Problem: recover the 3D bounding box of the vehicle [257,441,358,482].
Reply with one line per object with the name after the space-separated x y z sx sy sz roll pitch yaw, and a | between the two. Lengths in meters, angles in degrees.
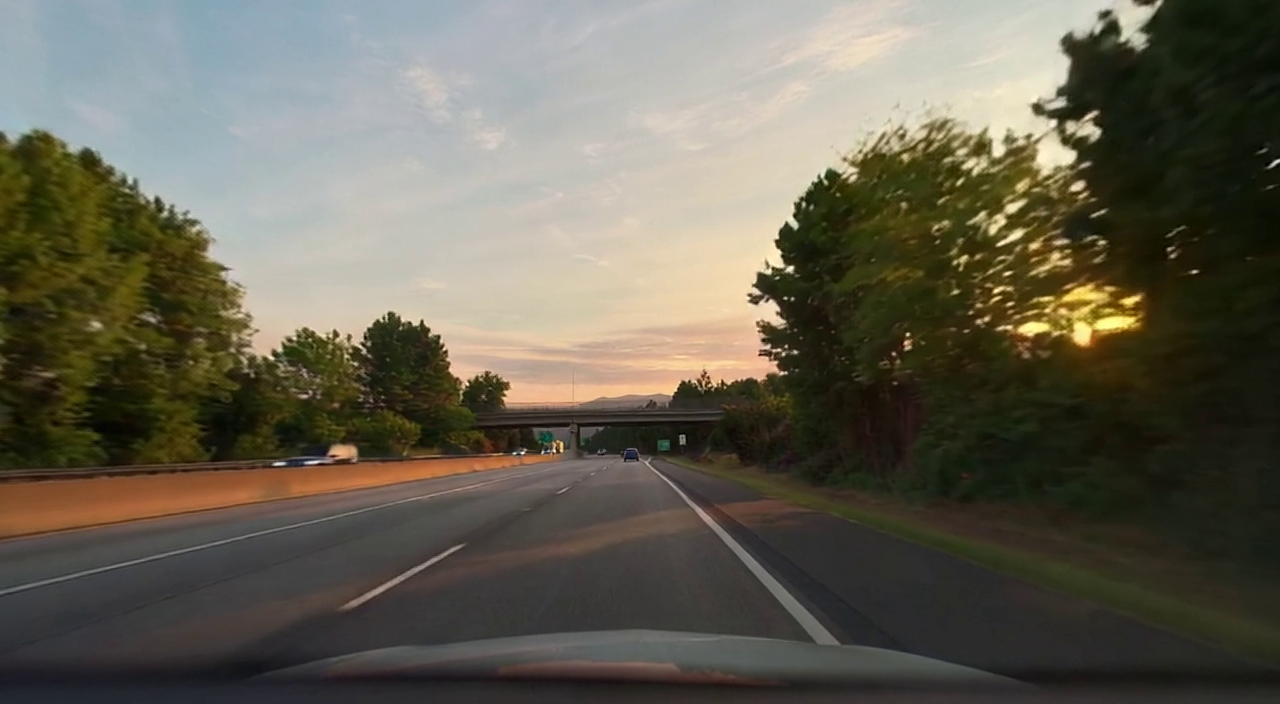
-14.078 4.660 26.988 2.017 1.610 4.211 0 -9 -1 | vehicle
